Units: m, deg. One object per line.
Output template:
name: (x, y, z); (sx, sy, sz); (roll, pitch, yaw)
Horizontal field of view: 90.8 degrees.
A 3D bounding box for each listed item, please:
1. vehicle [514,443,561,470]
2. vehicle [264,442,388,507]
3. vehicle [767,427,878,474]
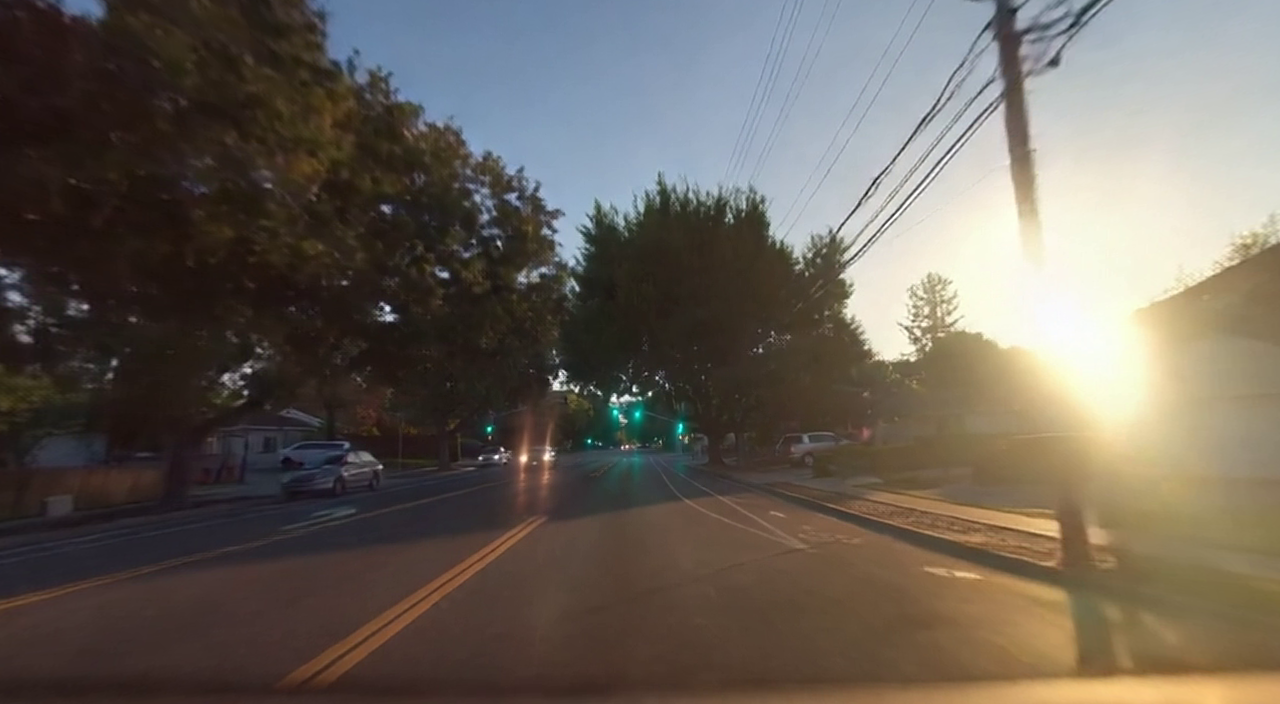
vehicle: (-6.731, 6.879, 41.955); (2.142, 1.611, 4.890); (-2, -9, 2)
vehicle: (-11.412, 4.421, 23.418); (2.024, 1.795, 5.054); (-9, -8, -3)
vehicle: (9.541, 5.051, 32.922); (5.565, 2.036, 1.907); (0, -6, -26)
